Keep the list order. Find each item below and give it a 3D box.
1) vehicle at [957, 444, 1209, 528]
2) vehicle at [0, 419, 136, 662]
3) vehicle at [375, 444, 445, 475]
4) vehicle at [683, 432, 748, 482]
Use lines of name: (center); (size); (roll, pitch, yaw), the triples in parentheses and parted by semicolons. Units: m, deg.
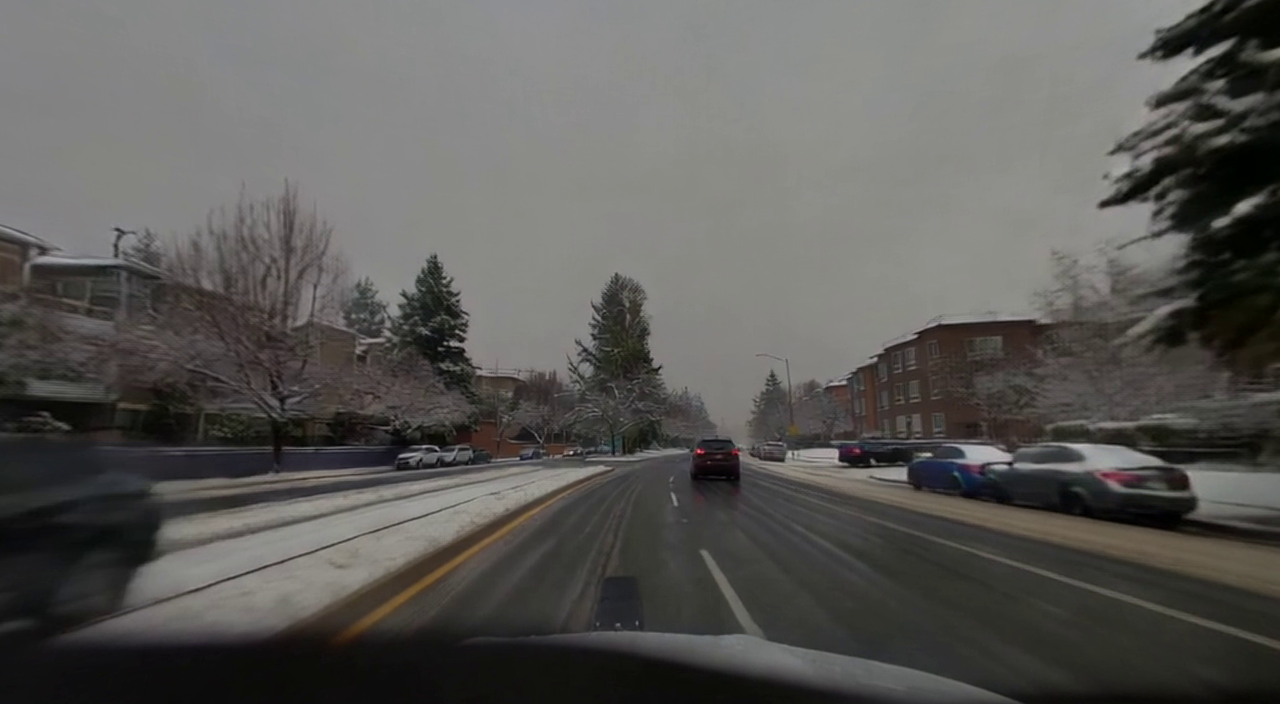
vehicle: (9.146, 2.748, 13.732); (1.996, 1.474, 4.771); (0, -8, 0)
vehicle: (-4.985, 1.006, 2.779); (1.958, 1.501, 4.294); (0, -8, 0)
vehicle: (-16.219, 7.560, 44.967); (2.239, 1.926, 6.159); (-2, -8, 5)
vehicle: (2.883, 4.106, 25.022); (2.085, 1.763, 4.490); (0, -8, 1)
